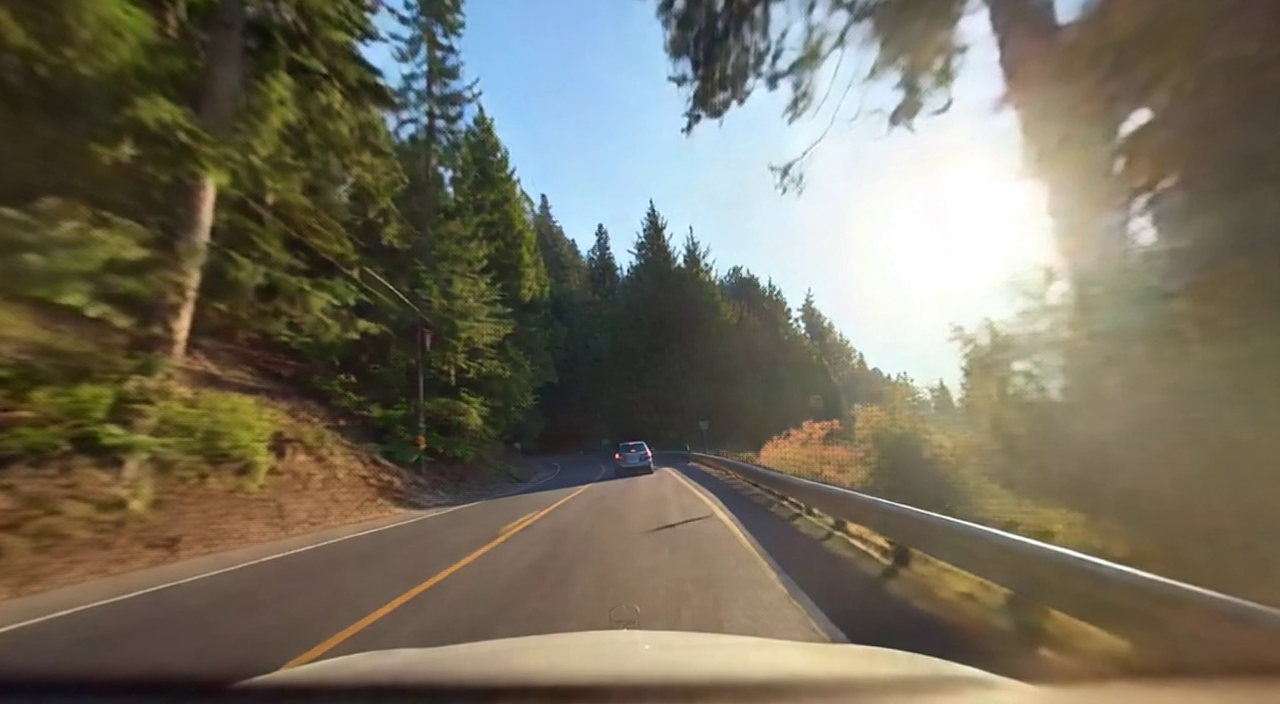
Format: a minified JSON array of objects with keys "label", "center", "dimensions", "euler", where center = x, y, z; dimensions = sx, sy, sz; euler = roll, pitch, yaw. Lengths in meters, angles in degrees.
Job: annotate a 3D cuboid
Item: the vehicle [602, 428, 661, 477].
[{"label":"vehicle","center":[-0.445,4.899,31.016],"dimensions":[2.469,1.953,5.605],"euler":[-5,-8,-2]}]
